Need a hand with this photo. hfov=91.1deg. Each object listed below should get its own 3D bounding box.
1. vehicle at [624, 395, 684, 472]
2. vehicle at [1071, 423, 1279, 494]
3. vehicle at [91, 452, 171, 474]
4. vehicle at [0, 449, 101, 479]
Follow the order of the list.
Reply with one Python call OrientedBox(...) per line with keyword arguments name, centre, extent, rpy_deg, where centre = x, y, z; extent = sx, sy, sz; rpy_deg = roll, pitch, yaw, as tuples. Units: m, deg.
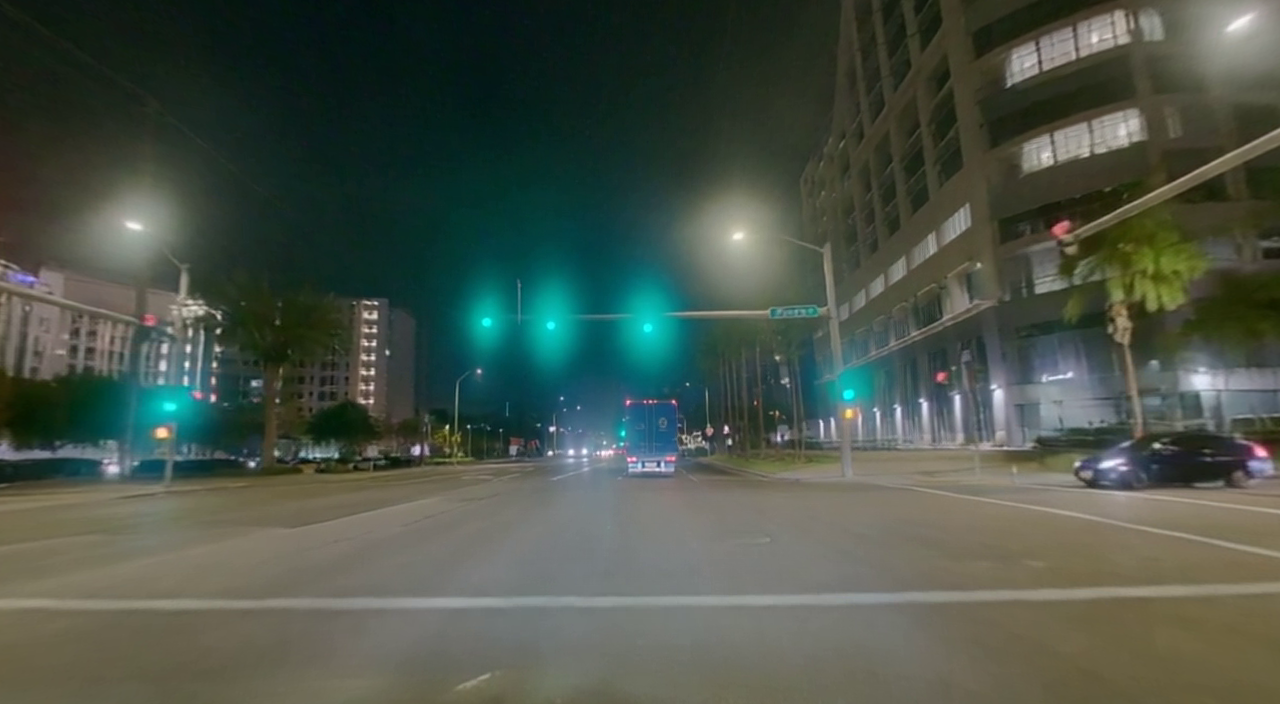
OrientedBox(name="vehicle", centre=(0.548, 5.115, 38.475), extent=(2.992, 3.949, 11.815), rpy_deg=(0, -9, -2))
OrientedBox(name="vehicle", centre=(13.632, 2.621, 15.608), extent=(4.270, 1.520, 1.931), rpy_deg=(-2, -9, 2))
OrientedBox(name="vehicle", centre=(-36.312, 7.898, 44.839), extent=(4.069, 1.505, 1.980), rpy_deg=(0, -9, 3))
OrientedBox(name="vehicle", centre=(-36.855, 6.936, 39.000), extent=(4.812, 1.727, 2.027), rpy_deg=(0, -9, 1))
